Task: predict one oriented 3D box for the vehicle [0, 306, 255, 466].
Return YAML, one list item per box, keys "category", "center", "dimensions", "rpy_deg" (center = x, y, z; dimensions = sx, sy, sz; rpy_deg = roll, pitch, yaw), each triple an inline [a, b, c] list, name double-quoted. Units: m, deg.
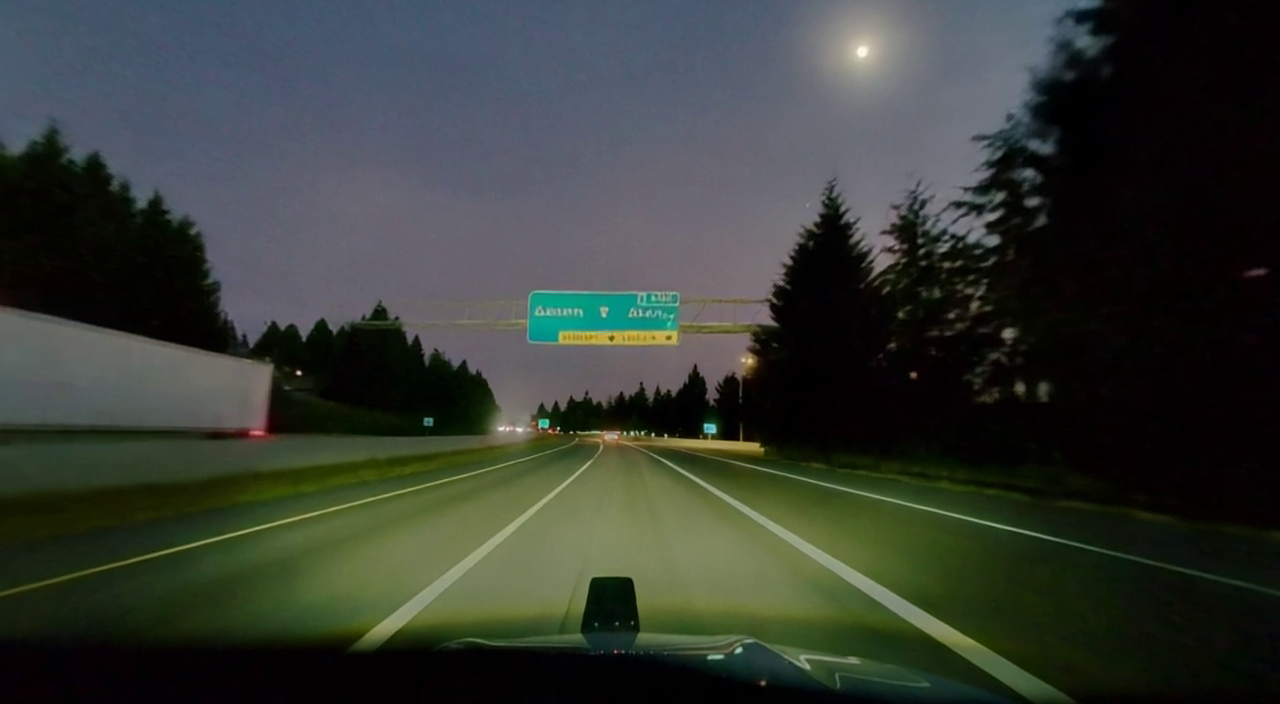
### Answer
- category: "vehicle"
  center: [-17.345, 1.281, 18.800]
  dimensions: [2.903, 3.910, 14.634]
  rpy_deg: [0, -8, -2]
